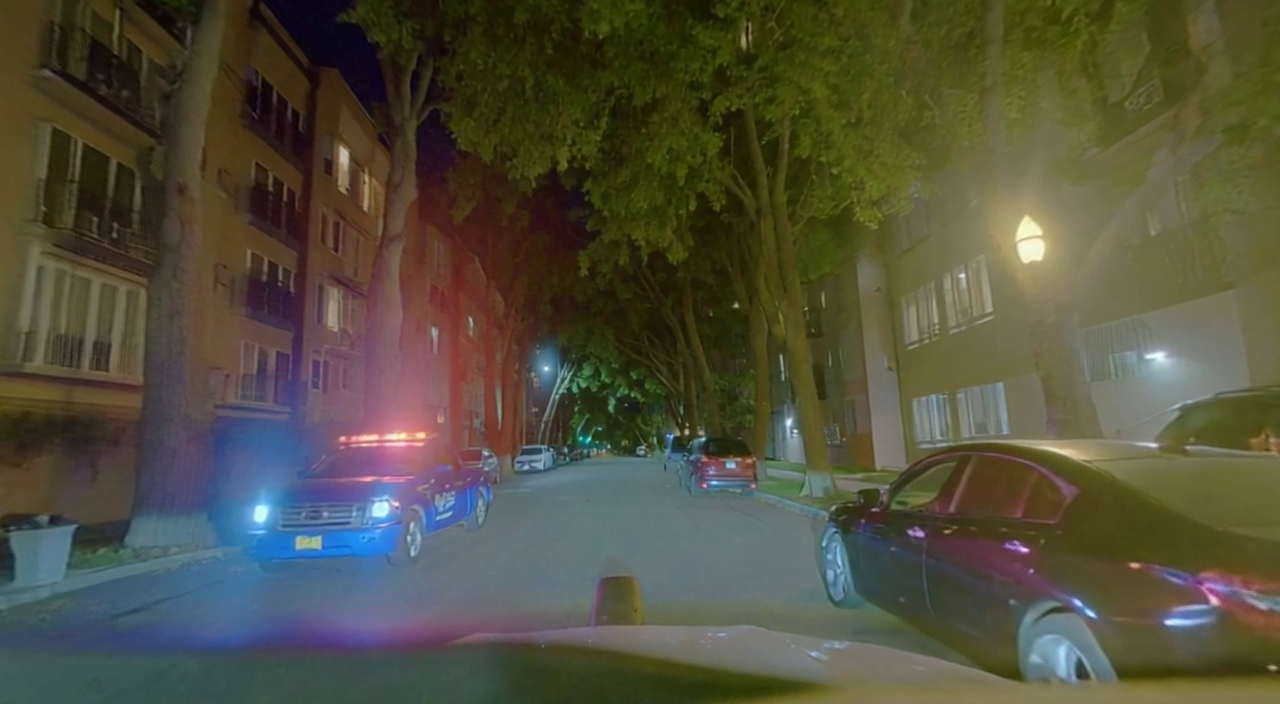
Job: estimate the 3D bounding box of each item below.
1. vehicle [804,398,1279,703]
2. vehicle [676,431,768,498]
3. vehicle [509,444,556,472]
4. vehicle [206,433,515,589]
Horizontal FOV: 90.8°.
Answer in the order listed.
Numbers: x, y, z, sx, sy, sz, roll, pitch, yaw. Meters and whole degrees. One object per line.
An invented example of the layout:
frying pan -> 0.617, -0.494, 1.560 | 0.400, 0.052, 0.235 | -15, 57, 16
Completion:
vehicle -> 2.603, 1.145, 3.596 | 1.845, 1.479, 4.727 | 0, -8, -3
vehicle -> 2.174, 3.115, 17.862 | 1.878, 1.664, 4.033 | 0, -8, -3
vehicle -> -6.411, 6.372, 38.175 | 1.959, 1.490, 4.361 | 0, -7, 1
vehicle -> -3.231, 1.901, 8.522 | 1.966, 1.515, 4.394 | 0, -8, 3
